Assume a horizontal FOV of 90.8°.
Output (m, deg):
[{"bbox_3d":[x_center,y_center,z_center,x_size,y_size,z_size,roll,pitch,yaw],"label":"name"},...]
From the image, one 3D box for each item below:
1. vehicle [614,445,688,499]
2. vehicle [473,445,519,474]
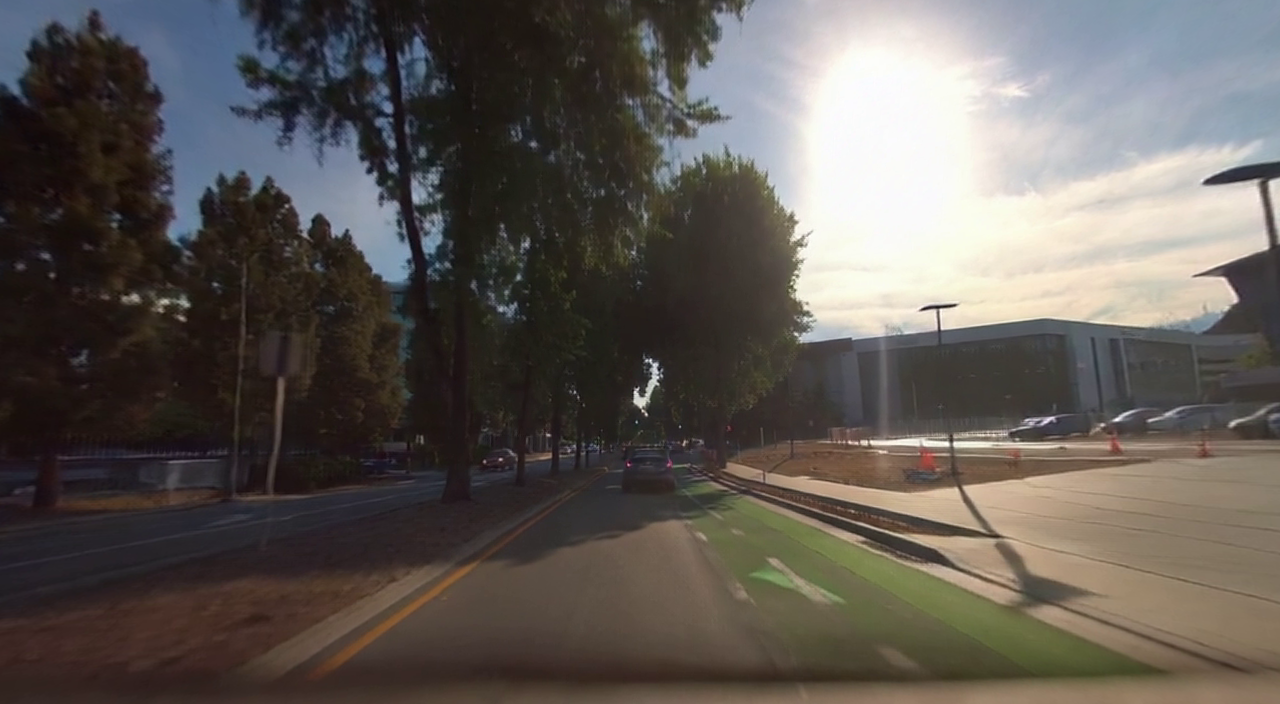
[{"bbox_3d":[0.342,3.767,20.274,2.114,1.493,4.430,0,-9,1],"label":"vehicle"},{"bbox_3d":[-11.228,8.395,49.599,2.349,2.106,5.464,0,-9,0],"label":"vehicle"}]
